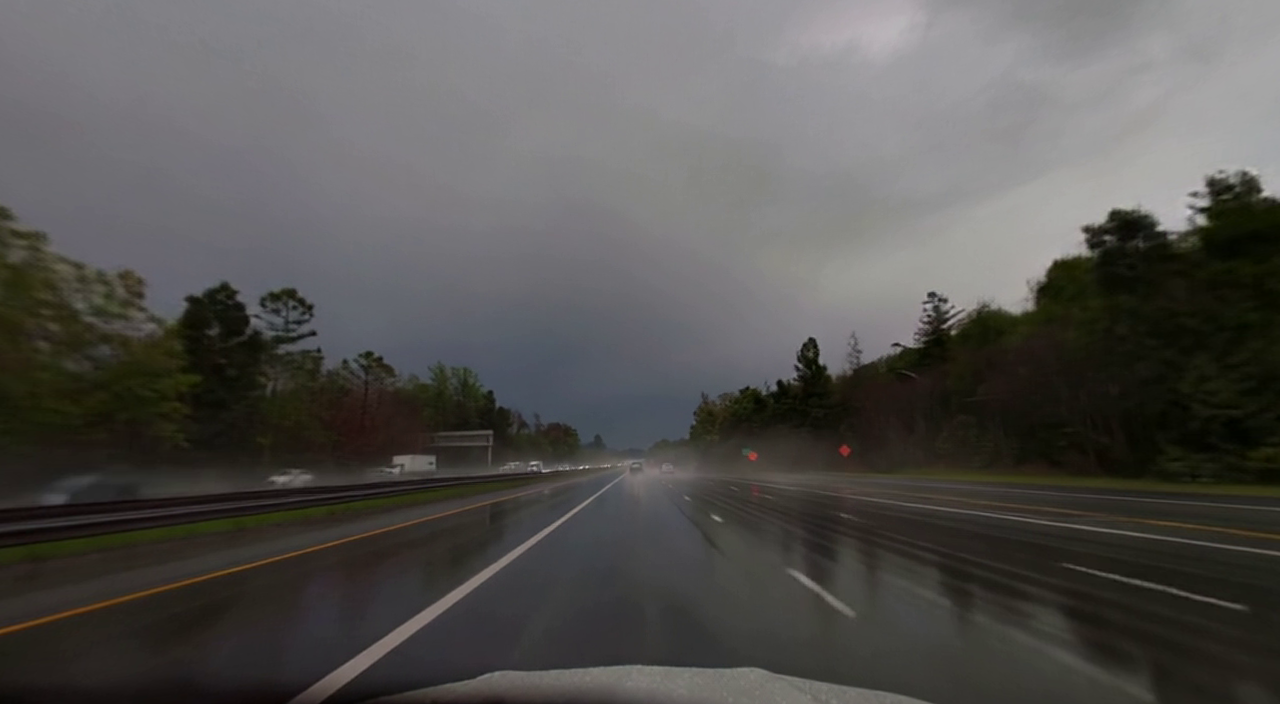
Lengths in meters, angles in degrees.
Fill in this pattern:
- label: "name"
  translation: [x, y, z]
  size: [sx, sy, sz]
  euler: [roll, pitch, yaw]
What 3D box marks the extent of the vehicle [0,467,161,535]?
- label: "vehicle"
  translation: [-16.487, 4.068, 17.715]
  size: [2.037, 1.590, 4.871]
  euler: [1, -10, 0]
